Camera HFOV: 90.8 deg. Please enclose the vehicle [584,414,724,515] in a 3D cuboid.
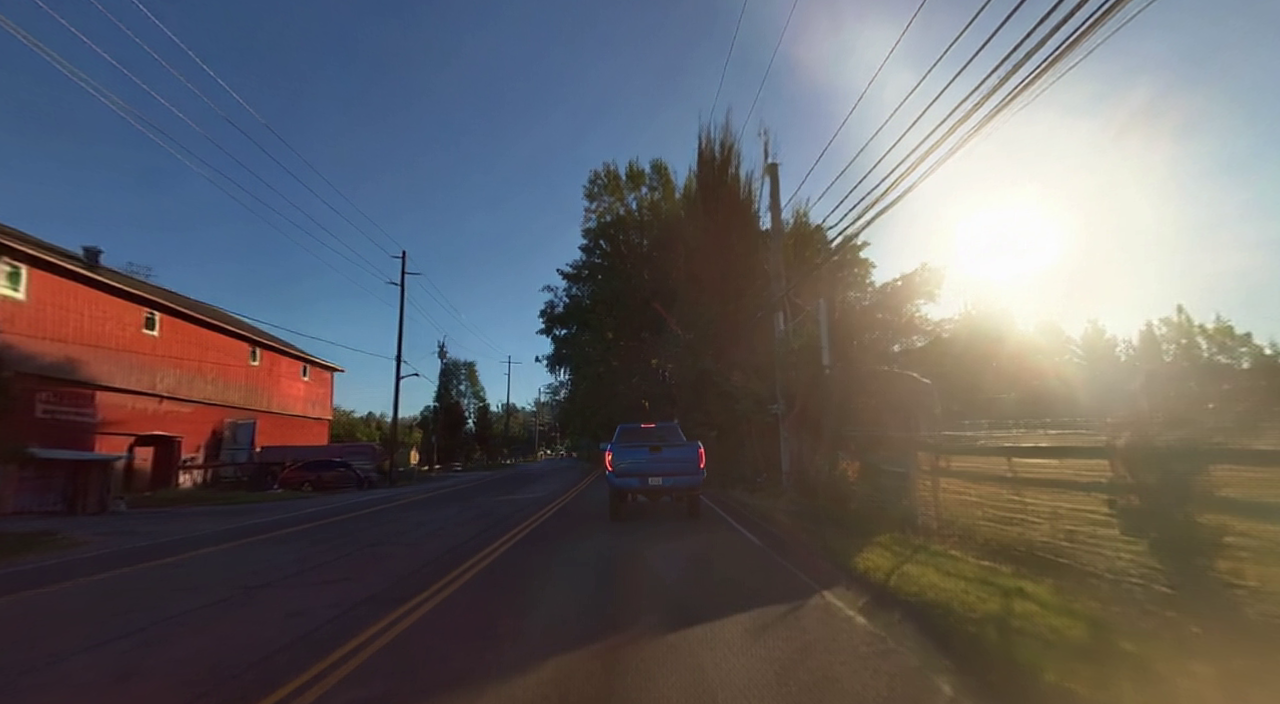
[{"bbox_3d":[0.230,2.660,15.479,2.693,1.941,6.356,0,-9,-1],"label":"vehicle"}]
